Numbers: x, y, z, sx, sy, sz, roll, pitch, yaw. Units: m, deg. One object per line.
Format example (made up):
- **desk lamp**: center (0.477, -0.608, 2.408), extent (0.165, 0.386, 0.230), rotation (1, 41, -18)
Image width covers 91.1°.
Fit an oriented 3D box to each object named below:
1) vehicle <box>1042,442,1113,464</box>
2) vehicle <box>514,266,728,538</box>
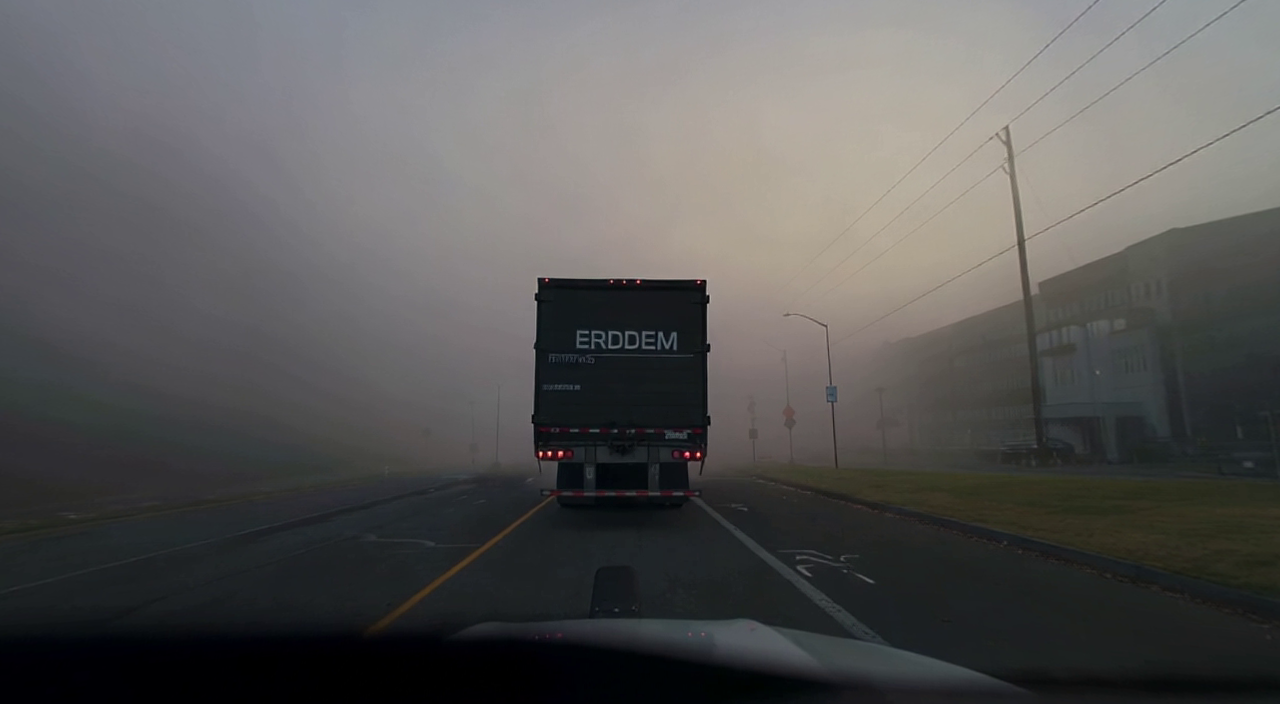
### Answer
- **vehicle**: center (31.381, 7.214, 45.157), extent (1.652, 1.423, 3.797), rotation (5, -9, -35)
- **vehicle**: center (-0.190, 1.266, 13.329), extent (2.876, 3.724, 9.351), rotation (0, -8, 1)
